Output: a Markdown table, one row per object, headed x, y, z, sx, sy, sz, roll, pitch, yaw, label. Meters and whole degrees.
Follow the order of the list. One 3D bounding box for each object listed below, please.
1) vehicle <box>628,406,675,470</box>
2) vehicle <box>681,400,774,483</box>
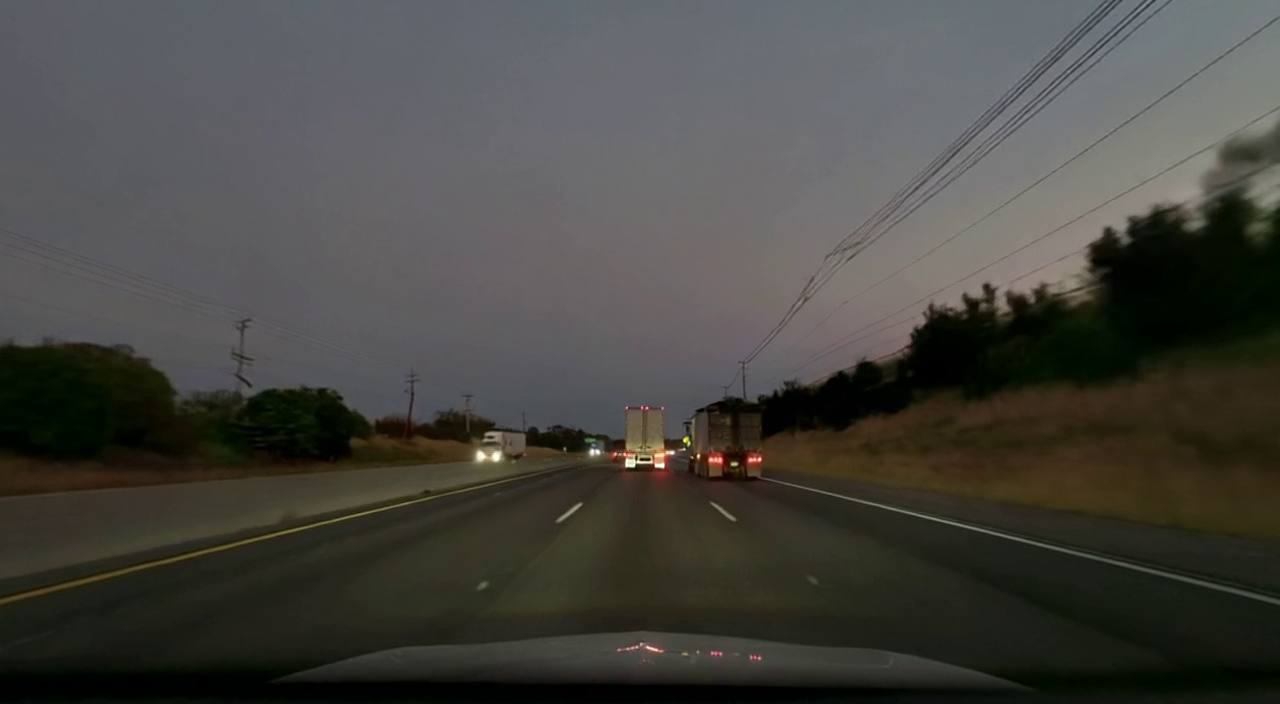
| x | y | z | sx | sy | sz | roll | pitch | yaw | label |
| --- | --- | --- | --- | --- | --- | --- | --- | --- | --- |
| 0.621 | 6.592 | 47.035 | 2.997 | 4.076 | 13.224 | 0 | -9 | -1 | vehicle |
| 3.885 | 4.367 | 30.368 | 2.938 | 3.378 | 8.820 | 0 | -9 | -2 | vehicle |
